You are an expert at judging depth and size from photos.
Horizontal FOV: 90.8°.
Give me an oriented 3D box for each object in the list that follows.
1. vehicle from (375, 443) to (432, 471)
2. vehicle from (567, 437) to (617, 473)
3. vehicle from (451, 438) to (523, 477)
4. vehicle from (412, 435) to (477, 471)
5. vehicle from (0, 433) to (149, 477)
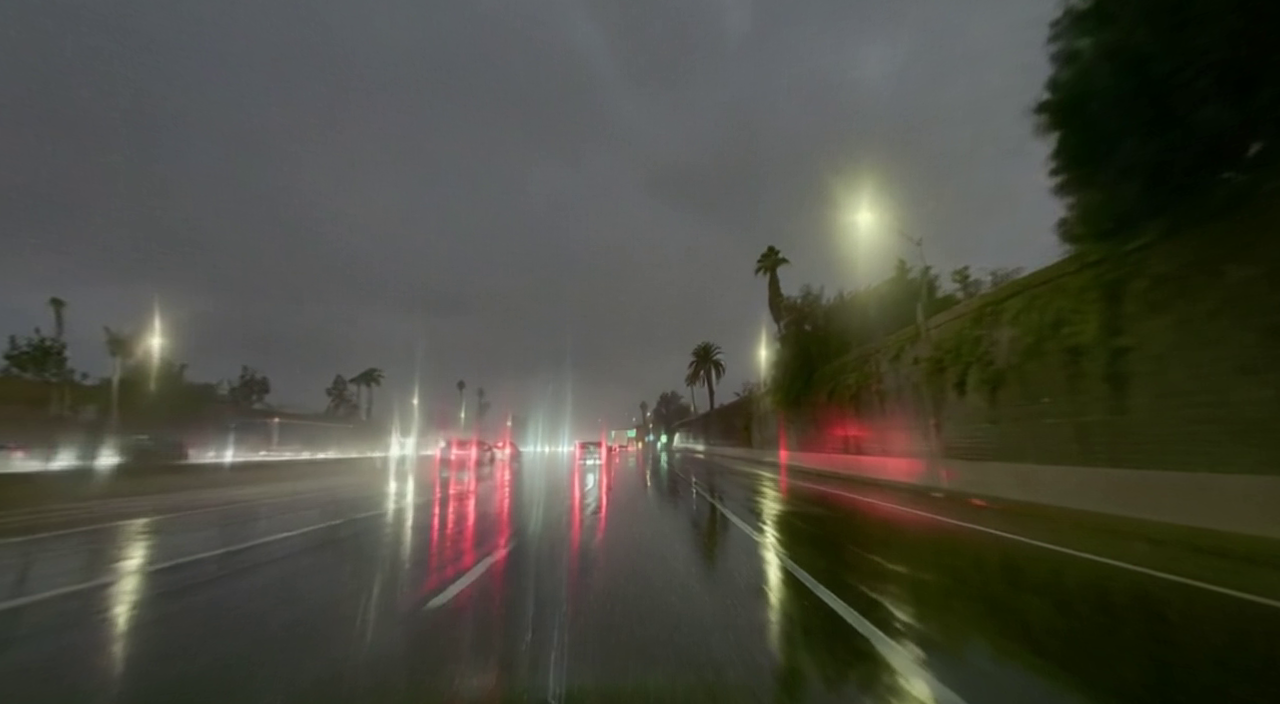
[{"bbox_3d":[-14.829,6.562,39.788,1.836,1.662,4.317,0,-9,1],"label":"vehicle"},{"bbox_3d":[-2.368,5.258,32.440,2.201,1.672,4.128,0,-9,0],"label":"vehicle"},{"bbox_3d":[-7.200,5.016,30.265,2.204,1.677,4.438,0,-9,1],"label":"vehicle"},{"bbox_3d":[-10.897,5.676,35.614,1.986,1.875,4.902,0,-9,1],"label":"vehicle"},{"bbox_3d":[-20.863,3.815,23.556,1.789,1.494,3.928,0,-9,2],"label":"vehicle"}]
